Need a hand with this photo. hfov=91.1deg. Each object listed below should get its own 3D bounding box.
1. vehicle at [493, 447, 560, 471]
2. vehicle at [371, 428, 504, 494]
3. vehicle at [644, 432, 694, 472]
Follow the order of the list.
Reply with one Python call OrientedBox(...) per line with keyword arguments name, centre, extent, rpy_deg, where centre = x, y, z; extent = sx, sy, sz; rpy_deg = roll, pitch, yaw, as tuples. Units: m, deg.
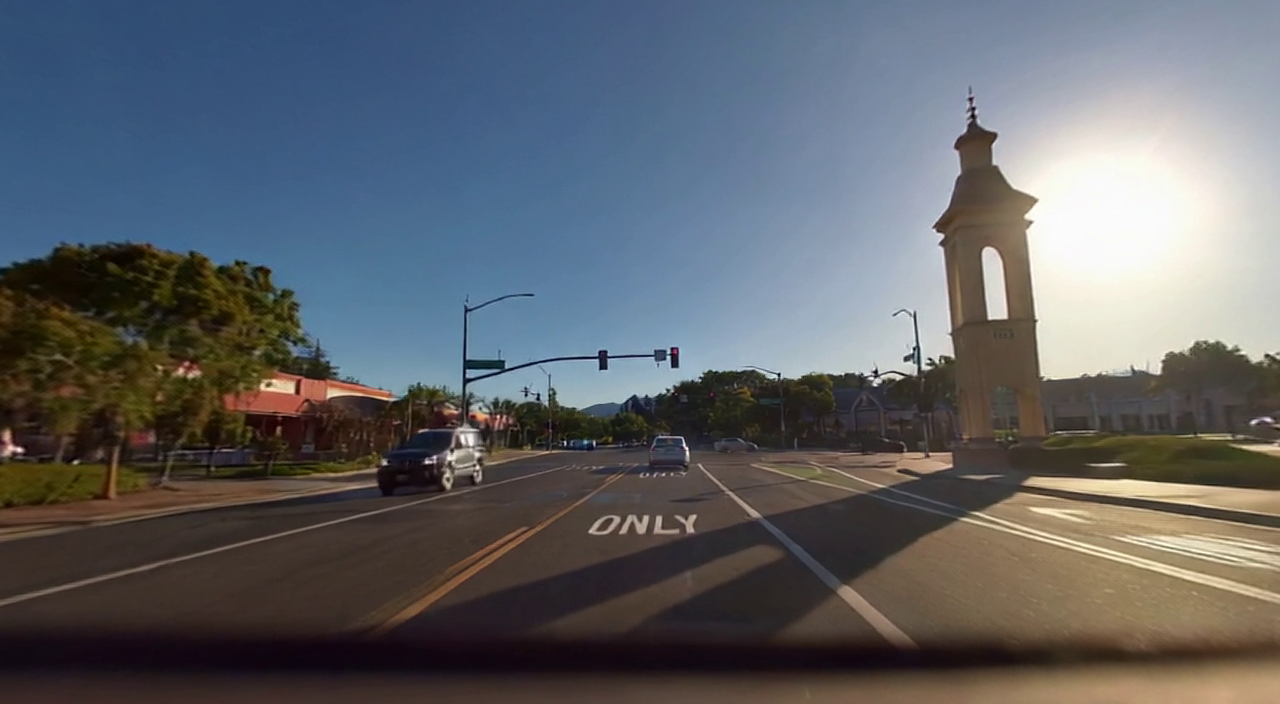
OrientedBox(name="vehicle", centre=(-7.589, 7.053, 41.688), extent=(4.668, 1.469, 1.984), rpy_deg=(-8, -12, 44))
OrientedBox(name="vehicle", centre=(-6.694, 3.711, 21.746), extent=(2.366, 1.941, 5.823), rpy_deg=(-1, -9, 3))
OrientedBox(name="vehicle", centre=(1.662, 5.697, 35.907), extent=(2.590, 2.080, 5.284), rpy_deg=(0, -9, 3))
